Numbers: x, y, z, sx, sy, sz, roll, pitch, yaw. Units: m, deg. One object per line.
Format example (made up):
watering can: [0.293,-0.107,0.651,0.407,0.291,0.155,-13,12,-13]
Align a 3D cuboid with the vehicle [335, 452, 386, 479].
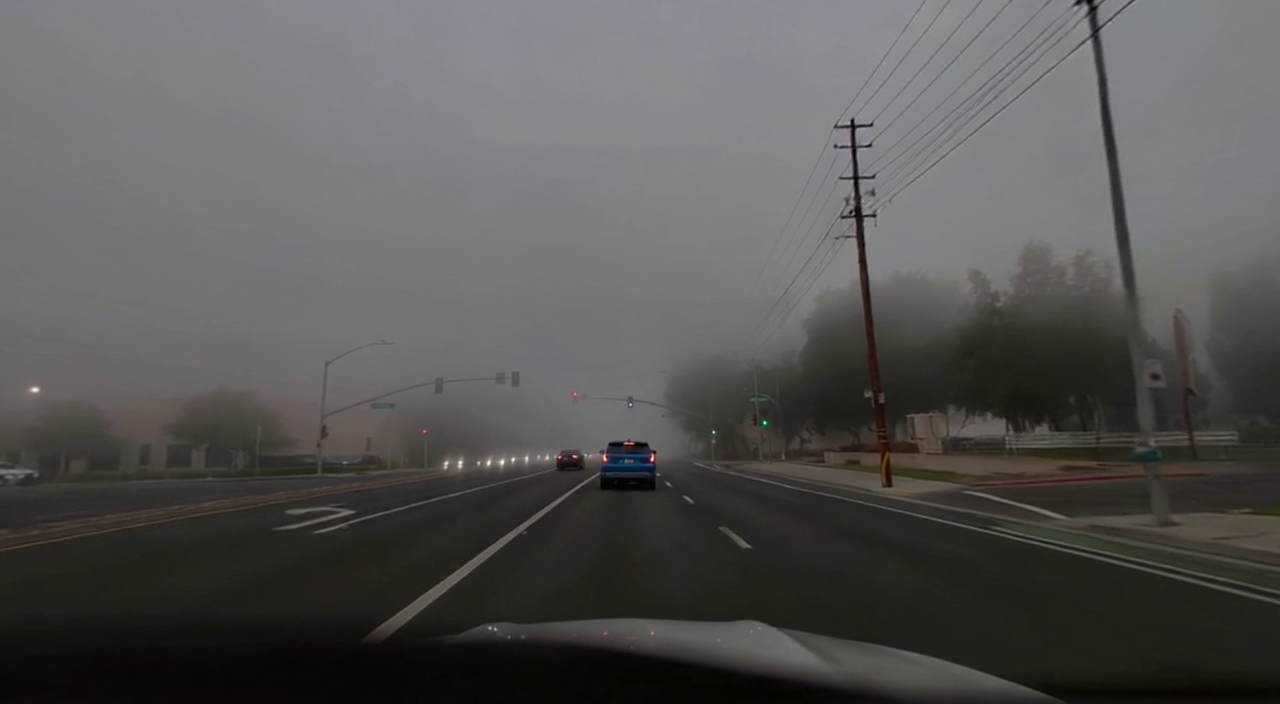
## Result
vehicle: [-19.579,7.963,44.487,1.986,1.704,4.546,1,-9,-7]

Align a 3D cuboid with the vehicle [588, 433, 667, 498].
vehicle: [-0.390,3.460,19.615,2.188,1.782,3.982,0,-9,-2]

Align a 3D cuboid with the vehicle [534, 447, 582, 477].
vehicle: [-4.275,5.841,33.777,2.075,1.474,4.367,0,-9,-1]
